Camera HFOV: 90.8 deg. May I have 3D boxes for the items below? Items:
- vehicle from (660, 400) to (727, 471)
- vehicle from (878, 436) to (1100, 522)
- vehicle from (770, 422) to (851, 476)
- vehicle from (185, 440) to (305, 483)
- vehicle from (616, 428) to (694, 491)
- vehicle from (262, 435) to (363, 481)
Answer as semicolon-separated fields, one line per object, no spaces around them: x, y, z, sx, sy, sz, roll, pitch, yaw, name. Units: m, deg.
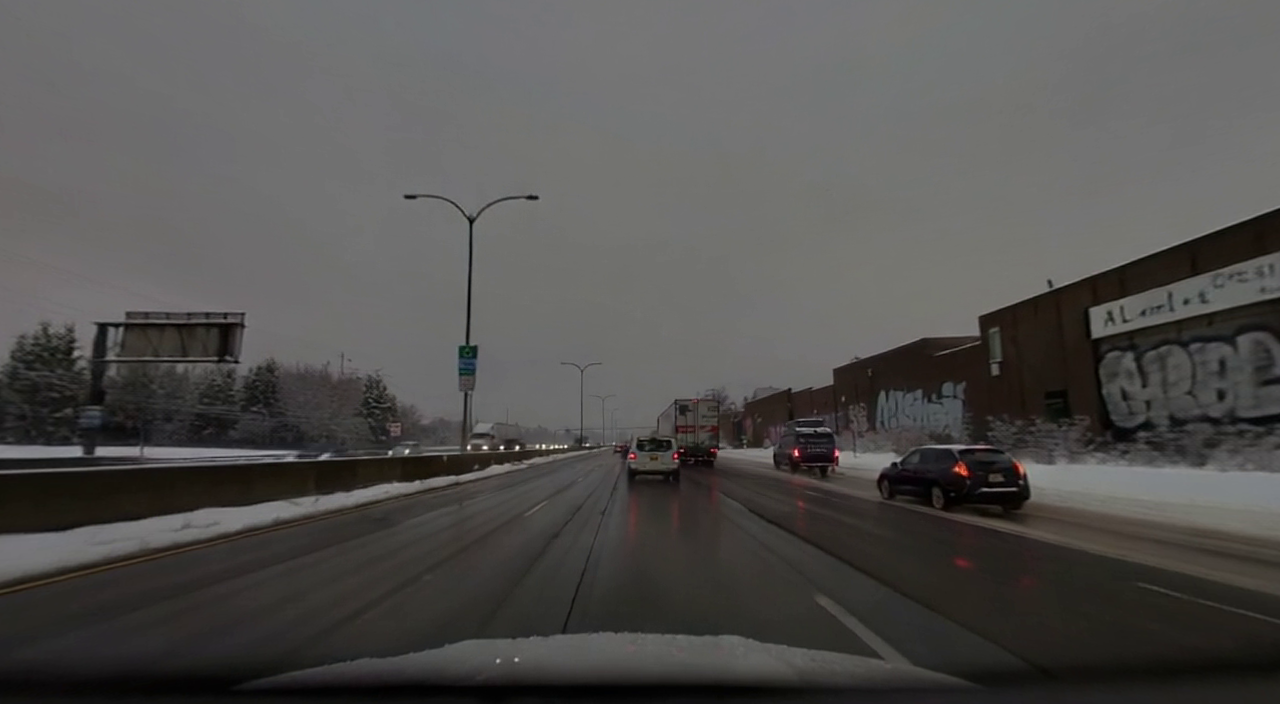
3.034;5.268;39.172;2.976;3.806;10.591;0;-9;-1;vehicle
6.954;2.565;13.347;1.915;1.476;4.677;0;-9;-1;vehicle
8.251;4.813;31.433;2.322;2.360;6.433;0;-9;1;vehicle
-14.210;3.946;22.995;2.065;1.401;3.497;0;-9;0;vehicle
0.342;3.614;21.567;2.249;1.843;5.176;0;-9;-3;vehicle
-10.650;3.458;20.794;1.526;1.383;3.355;0;-9;0;vehicle
